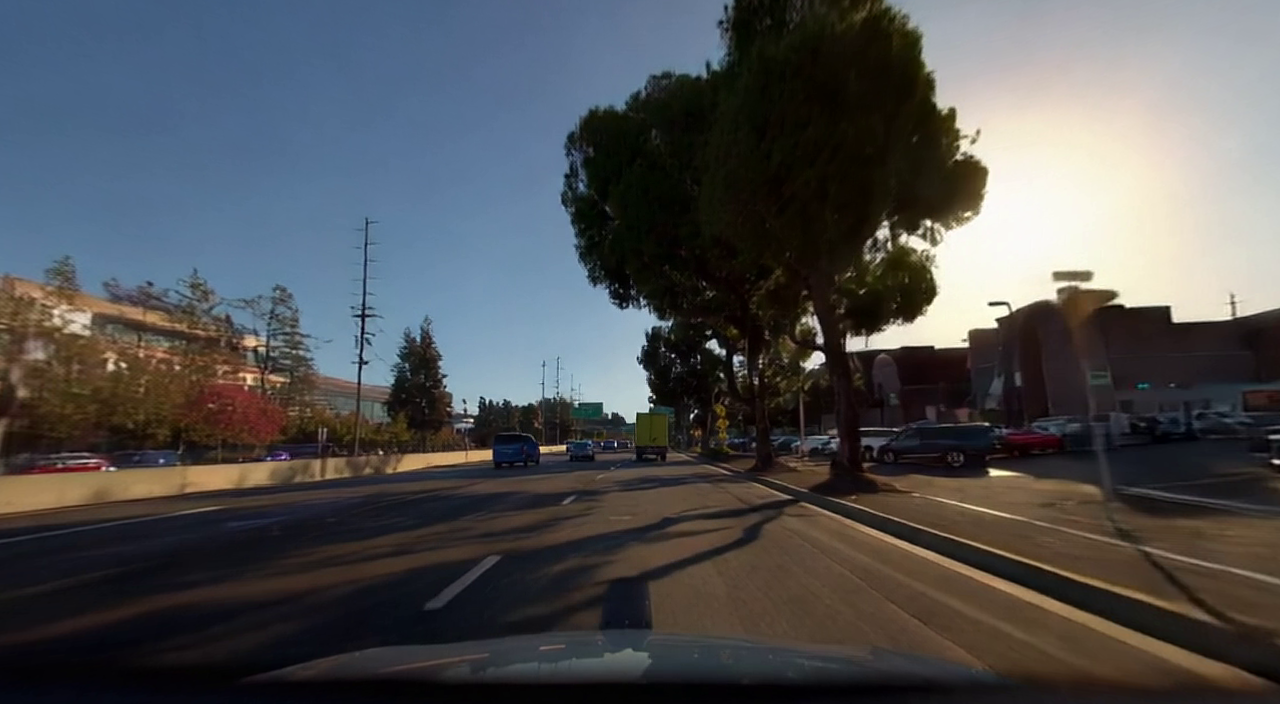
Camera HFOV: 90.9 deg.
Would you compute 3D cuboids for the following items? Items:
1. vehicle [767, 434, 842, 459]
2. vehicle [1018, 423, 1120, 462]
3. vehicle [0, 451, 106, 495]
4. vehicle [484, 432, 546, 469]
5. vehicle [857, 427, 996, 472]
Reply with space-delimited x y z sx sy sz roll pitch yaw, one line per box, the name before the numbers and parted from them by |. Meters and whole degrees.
vehicle | 10.658 6.147 41.017 4.346 1.595 1.964 0 -9 0
vehicle | 21.424 4.585 31.762 1.888 1.812 4.911 -1 -8 4
vehicle | -26.021 5.129 27.134 1.918 1.687 4.653 0 -8 1
vehicle | -6.724 5.385 34.623 2.149 1.893 5.187 0 -8 2
vehicle | 11.447 3.925 25.430 4.655 1.688 1.876 0 -9 2
